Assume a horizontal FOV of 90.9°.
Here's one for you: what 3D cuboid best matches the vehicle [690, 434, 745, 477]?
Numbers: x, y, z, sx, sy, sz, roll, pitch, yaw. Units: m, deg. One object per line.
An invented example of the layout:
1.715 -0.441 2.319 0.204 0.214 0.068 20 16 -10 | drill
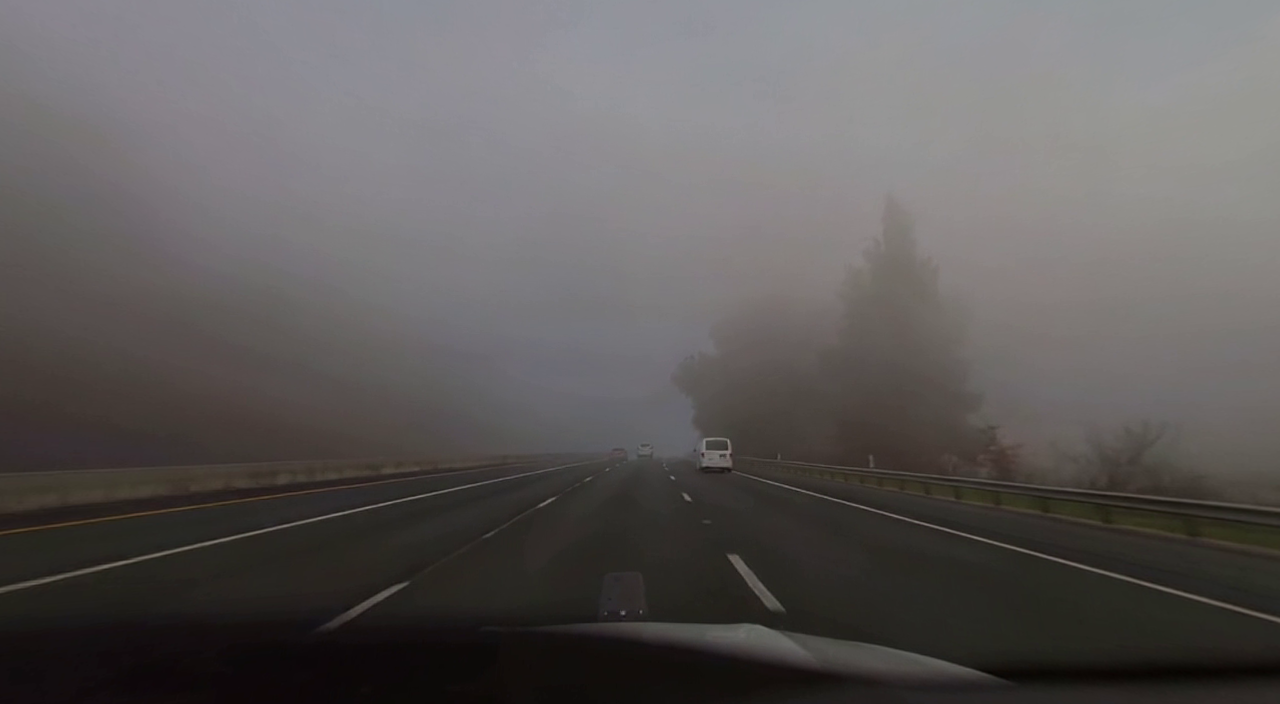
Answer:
3.869 5.317 32.422 2.219 2.033 4.911 0 -9 1 | vehicle
